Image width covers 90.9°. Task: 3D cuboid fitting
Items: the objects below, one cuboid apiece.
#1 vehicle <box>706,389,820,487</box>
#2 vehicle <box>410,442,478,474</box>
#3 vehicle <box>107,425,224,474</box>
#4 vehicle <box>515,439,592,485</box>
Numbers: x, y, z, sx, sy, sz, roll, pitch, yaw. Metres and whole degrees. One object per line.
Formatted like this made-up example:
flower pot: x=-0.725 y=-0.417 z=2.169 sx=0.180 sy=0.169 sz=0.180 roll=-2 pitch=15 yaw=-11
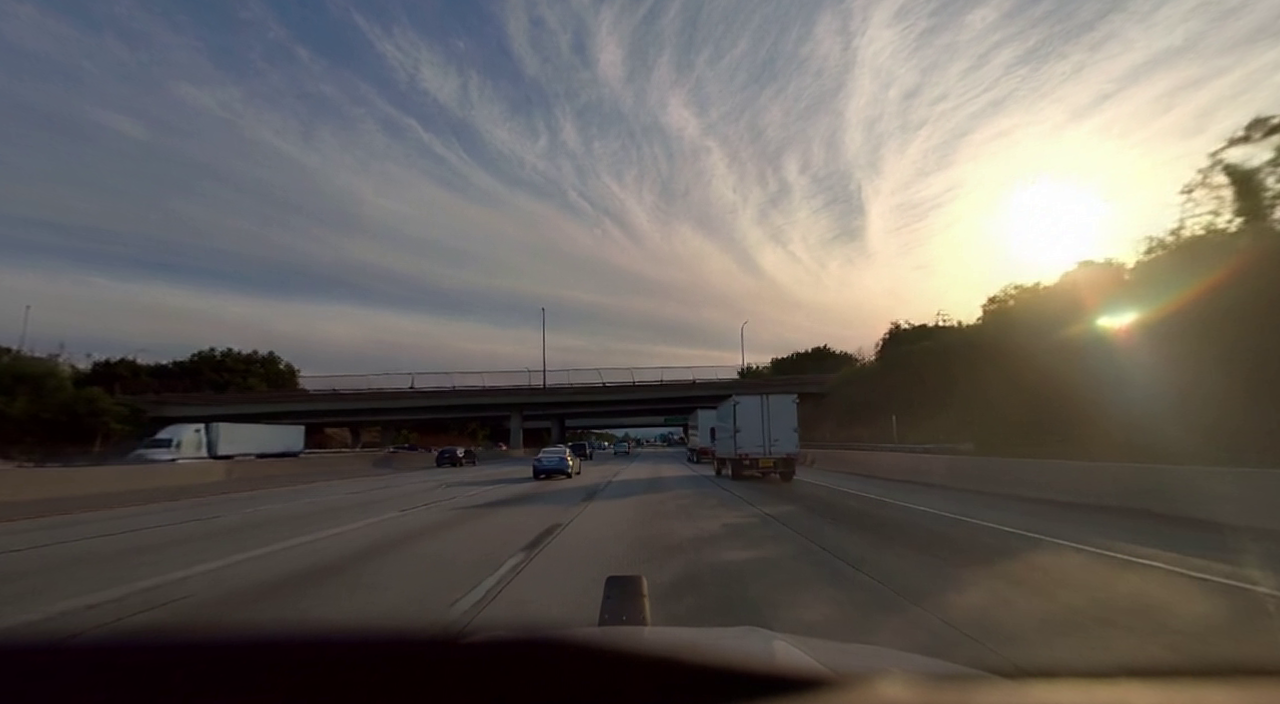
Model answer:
vehicle: x=4.225 y=3.218 z=23.451 sx=2.732 sy=3.052 sz=7.118 roll=0 pitch=-8 yaw=0
vehicle: x=-9.733 y=5.301 z=31.717 sx=1.899 sy=1.465 sz=4.589 roll=0 pitch=-8 yaw=1
vehicle: x=-35.503 y=7.316 z=47.598 sx=2.955 sy=3.376 sz=7.255 roll=0 pitch=-8 yaw=1
vehicle: x=-2.927 y=3.843 z=22.380 sx=1.981 sy=1.473 sz=4.317 roll=0 pitch=-8 yaw=2
